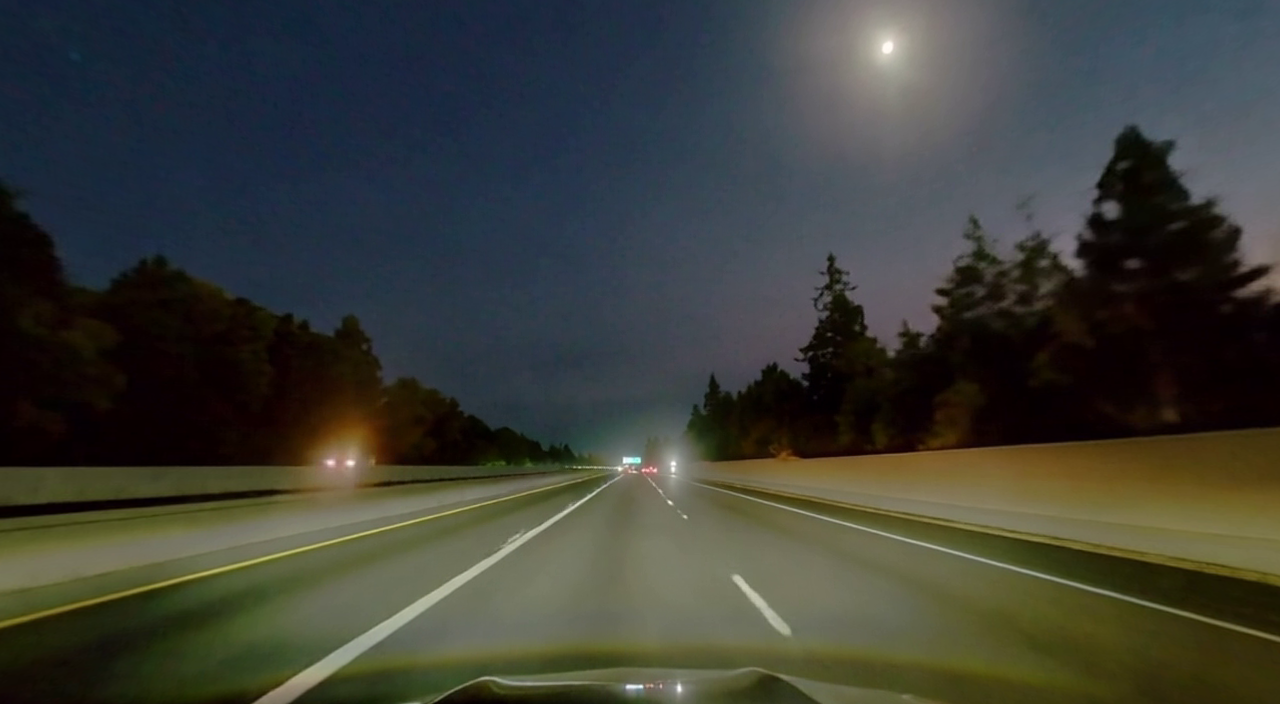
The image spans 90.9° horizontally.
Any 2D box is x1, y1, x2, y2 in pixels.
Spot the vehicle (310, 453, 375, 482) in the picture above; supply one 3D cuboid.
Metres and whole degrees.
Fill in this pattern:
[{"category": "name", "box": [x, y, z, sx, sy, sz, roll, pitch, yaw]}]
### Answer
[{"category": "vehicle", "box": [-17.171, 6.711, 36.623, 1.854, 1.525, 3.895, 1, -10, 0]}]
